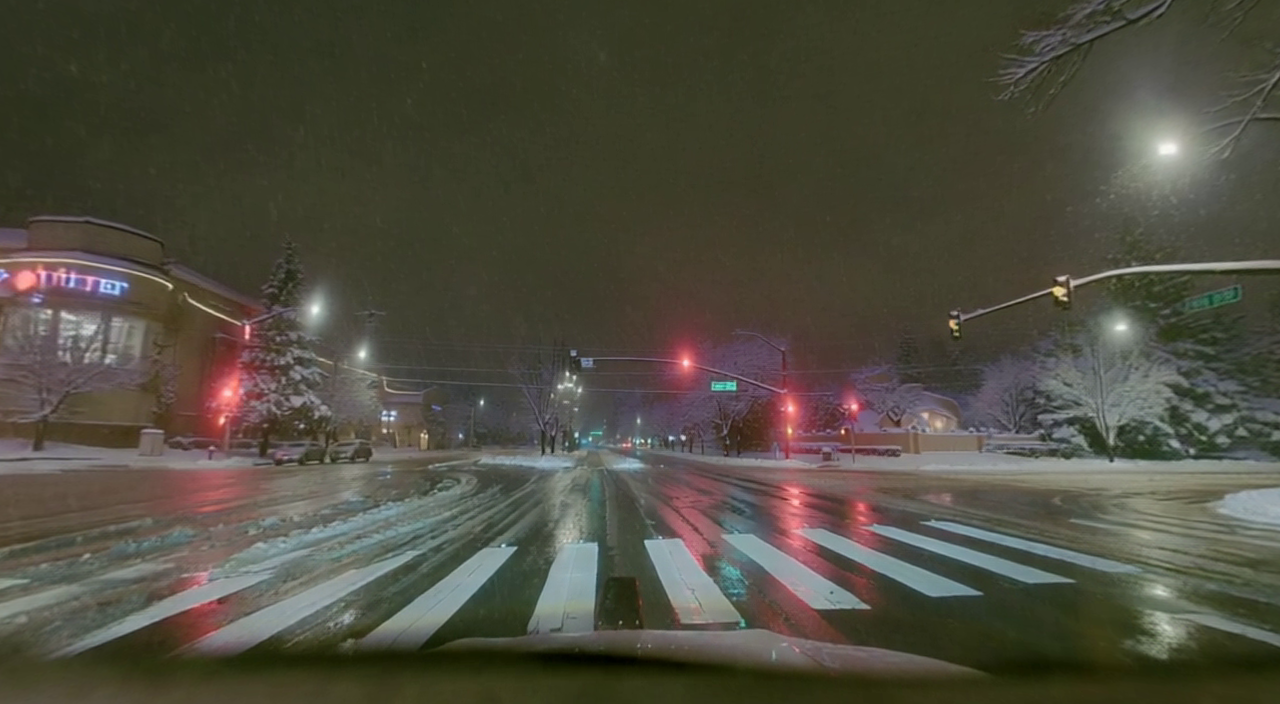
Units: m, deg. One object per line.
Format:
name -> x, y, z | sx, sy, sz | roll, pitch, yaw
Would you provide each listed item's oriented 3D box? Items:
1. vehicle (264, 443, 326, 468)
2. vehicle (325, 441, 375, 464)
vehicle -> -21.846, 6.554, 40.151 | 2.005, 1.496, 4.020 | 1, -9, -7
vehicle -> -22.472, 7.792, 49.121 | 2.023, 1.706, 4.756 | 1, -9, -6
